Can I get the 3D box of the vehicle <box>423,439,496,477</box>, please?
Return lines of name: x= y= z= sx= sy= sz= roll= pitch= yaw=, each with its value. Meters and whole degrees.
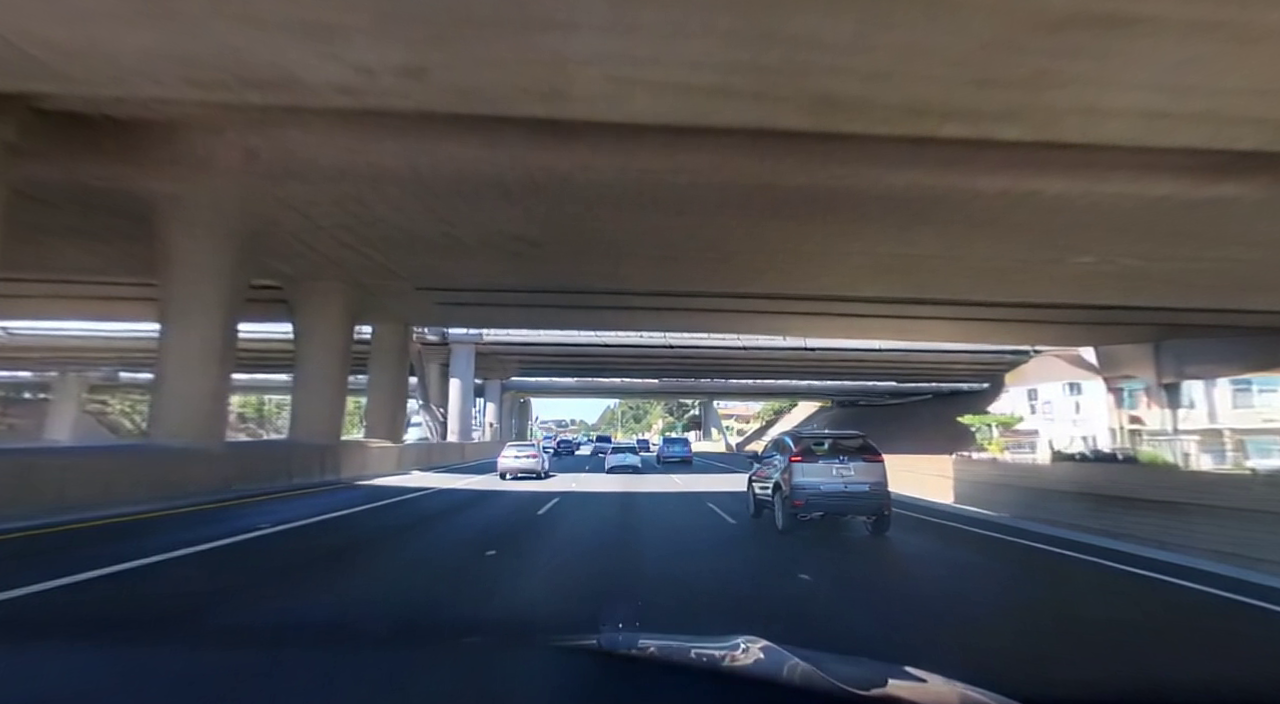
vehicle: x=-7.780 y=4.589 z=27.653 sx=2.007 sy=1.519 sz=4.366 roll=0 pitch=-8 yaw=-2

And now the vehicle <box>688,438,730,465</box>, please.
vehicle: x=4.556 y=6.664 z=42.463 sx=2.377 sy=1.678 sz=4.353 roll=0 pitch=-8 yaw=0
